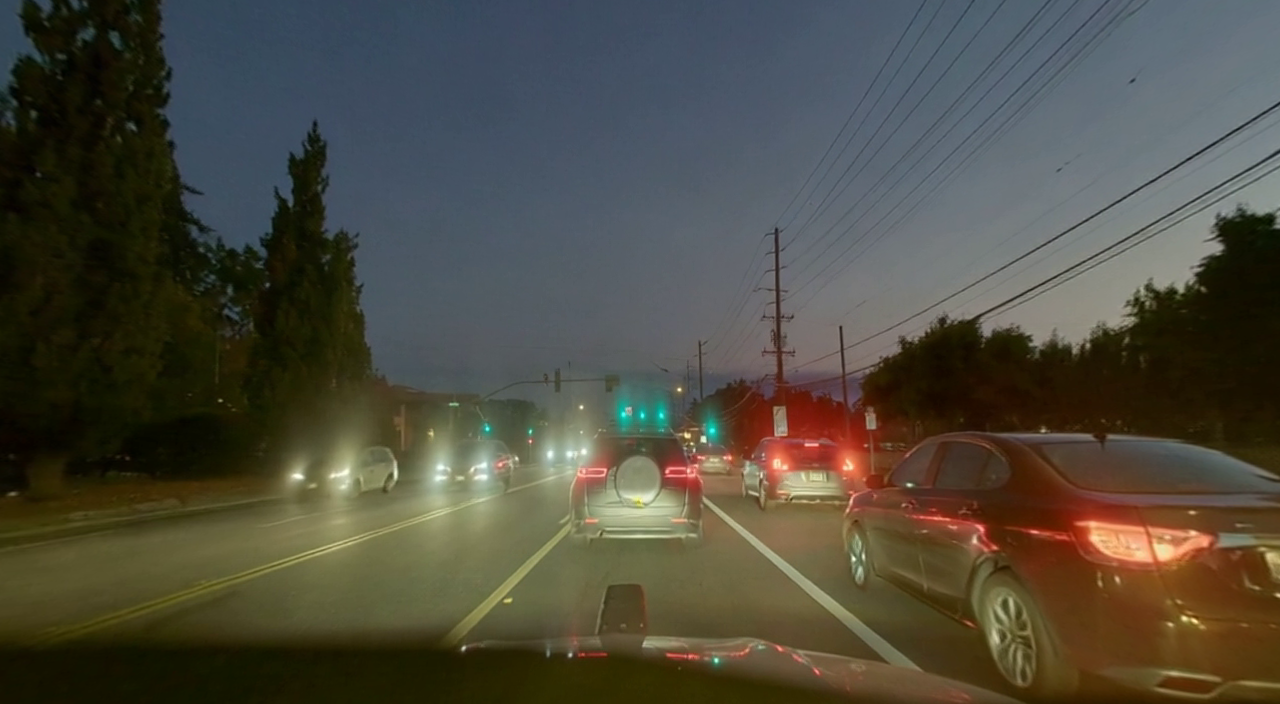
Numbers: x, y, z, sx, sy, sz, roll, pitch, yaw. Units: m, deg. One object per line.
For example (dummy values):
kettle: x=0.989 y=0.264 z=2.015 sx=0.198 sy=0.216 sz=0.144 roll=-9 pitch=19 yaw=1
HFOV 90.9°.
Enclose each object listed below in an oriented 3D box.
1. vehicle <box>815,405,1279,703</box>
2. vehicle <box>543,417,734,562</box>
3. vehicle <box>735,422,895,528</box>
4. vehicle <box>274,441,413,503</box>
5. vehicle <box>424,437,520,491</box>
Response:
vehicle: x=2.876 y=1.267 z=4.622 sx=1.950 sy=1.487 sz=4.275 roll=0 pitch=-8 yaw=0
vehicle: x=-0.005 y=1.894 z=9.408 sx=2.200 sy=1.653 sz=4.127 roll=0 pitch=-8 yaw=0
vehicle: x=3.158 y=2.306 z=12.329 sx=1.914 sy=1.698 sz=4.049 roll=0 pitch=-8 yaw=0
vehicle: x=-9.874 y=4.005 z=21.566 sx=2.230 sy=1.831 sz=4.941 roll=-1 pitch=-8 yaw=1
vehicle: x=-6.312 y=4.264 z=24.391 sx=2.328 sy=1.861 sz=4.891 roll=0 pitch=-8 yaw=1
